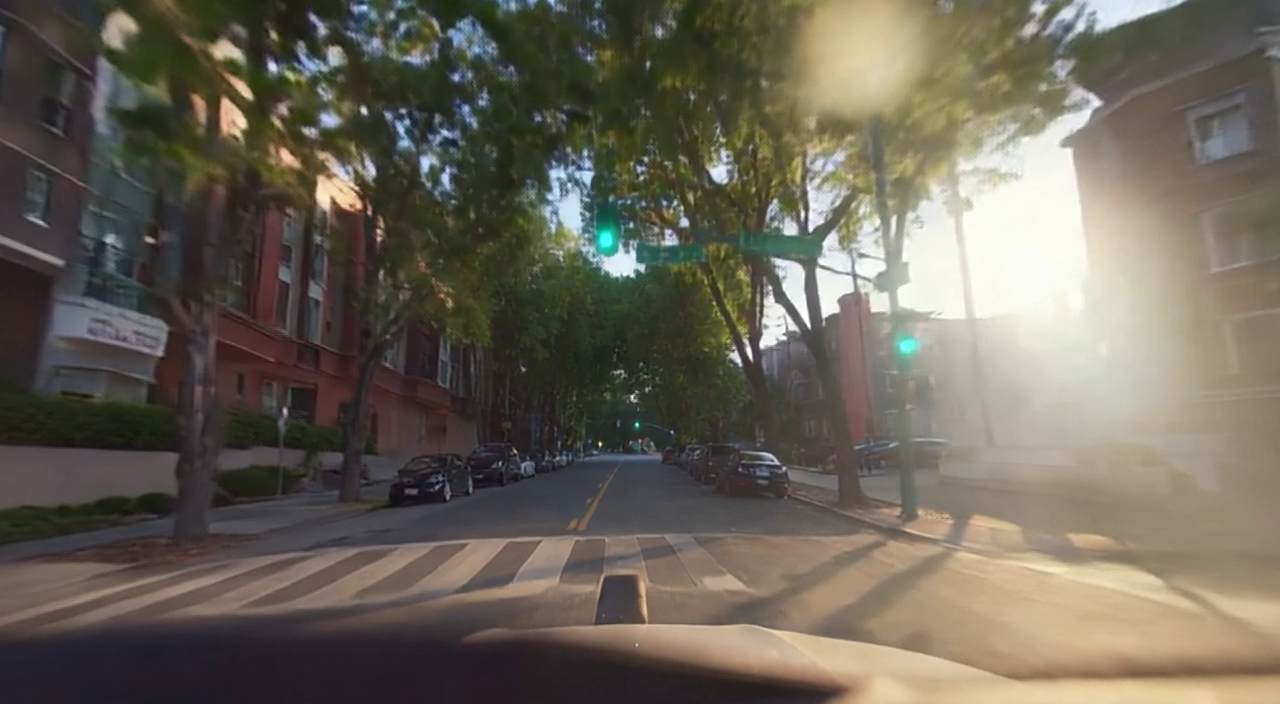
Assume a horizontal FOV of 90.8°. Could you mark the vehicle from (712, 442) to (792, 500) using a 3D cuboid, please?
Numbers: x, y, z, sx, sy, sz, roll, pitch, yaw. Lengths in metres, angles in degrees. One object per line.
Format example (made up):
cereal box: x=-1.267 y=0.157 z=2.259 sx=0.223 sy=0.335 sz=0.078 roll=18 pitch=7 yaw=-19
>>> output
vehicle: x=3.671 y=3.966 z=21.599 sx=1.924 sy=1.657 sz=4.665 roll=1 pitch=-8 yaw=1

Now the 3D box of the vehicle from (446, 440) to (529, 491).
vehicle: x=-6.346 y=4.737 z=26.854 sx=2.175 sy=1.849 sz=4.725 roll=-3 pitch=-8 yaw=2

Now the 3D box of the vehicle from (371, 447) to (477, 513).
vehicle: x=-6.606 y=3.886 z=19.833 sx=1.763 sy=1.612 sz=4.462 roll=-6 pitch=-8 yaw=-1
